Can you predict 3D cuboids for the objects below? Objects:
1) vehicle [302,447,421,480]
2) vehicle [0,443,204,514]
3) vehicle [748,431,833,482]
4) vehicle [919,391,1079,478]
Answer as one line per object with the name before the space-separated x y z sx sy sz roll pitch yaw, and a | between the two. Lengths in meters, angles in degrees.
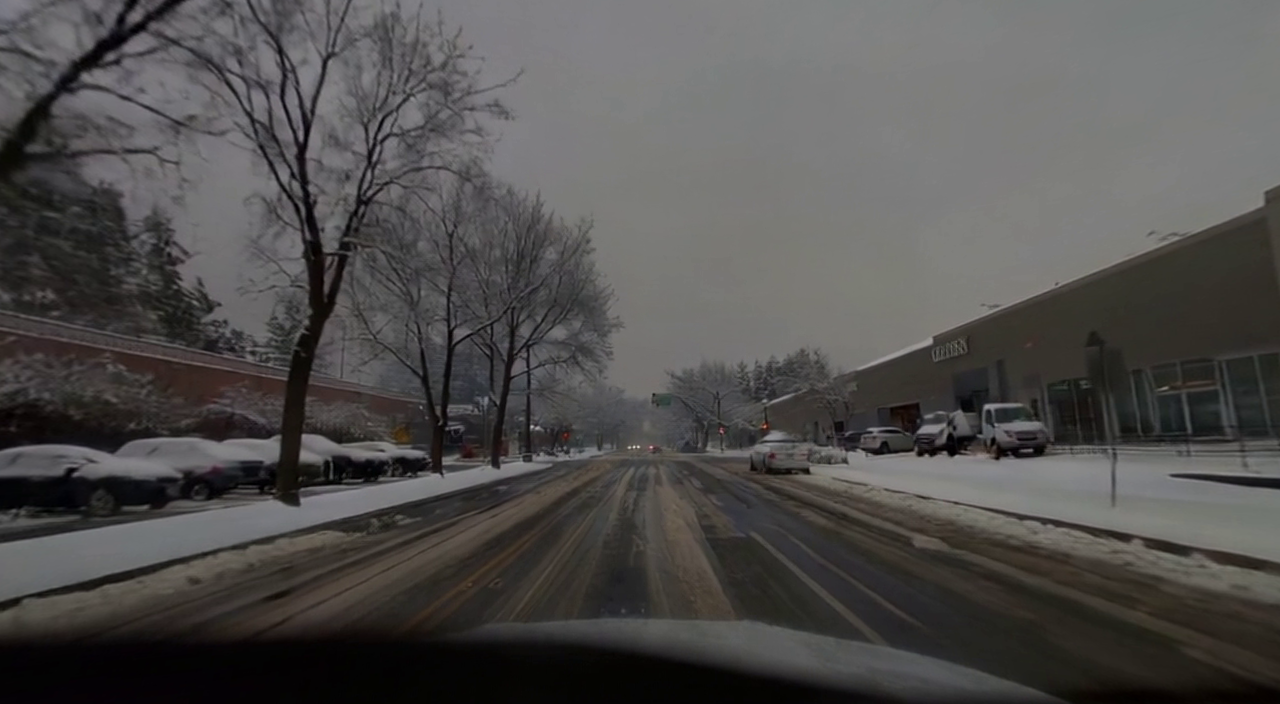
vehicle | -13.433 5.420 30.654 4.765 1.517 2.182 0 -9 0
vehicle | -14.393 3.155 15.954 4.954 1.614 2.227 0 -9 -4
vehicle | 6.306 4.456 27.184 2.338 1.942 5.267 0 -9 0
vehicle | 13.394 3.226 24.212 2.935 2.889 5.499 -1 -9 2
